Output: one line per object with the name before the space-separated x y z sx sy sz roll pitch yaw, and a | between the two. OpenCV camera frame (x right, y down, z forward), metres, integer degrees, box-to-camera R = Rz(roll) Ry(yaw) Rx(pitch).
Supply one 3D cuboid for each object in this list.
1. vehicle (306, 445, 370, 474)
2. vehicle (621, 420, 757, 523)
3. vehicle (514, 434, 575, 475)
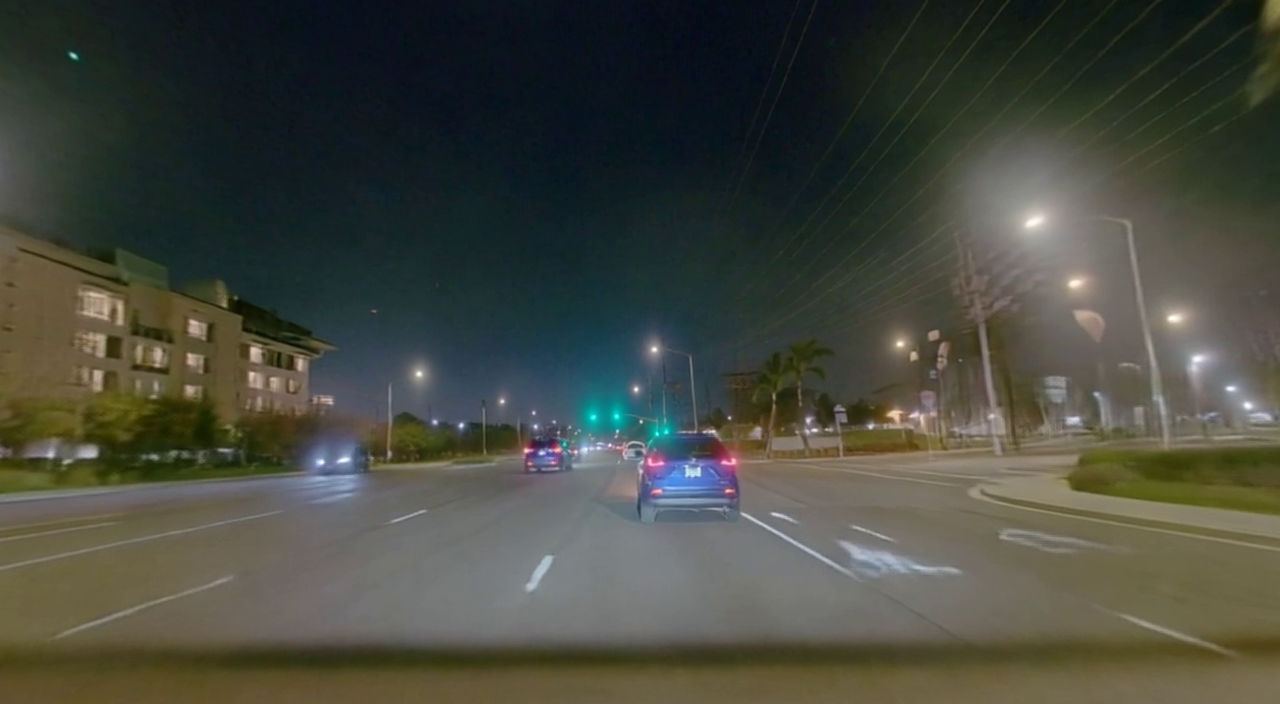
vehicle | -19.980 7.093 41.919 2.054 1.765 4.700 0 -9 -2
vehicle | 0.766 2.323 12.714 2.198 1.706 4.166 0 -9 -3
vehicle | -4.468 4.898 30.260 2.169 1.796 4.821 0 -9 0
